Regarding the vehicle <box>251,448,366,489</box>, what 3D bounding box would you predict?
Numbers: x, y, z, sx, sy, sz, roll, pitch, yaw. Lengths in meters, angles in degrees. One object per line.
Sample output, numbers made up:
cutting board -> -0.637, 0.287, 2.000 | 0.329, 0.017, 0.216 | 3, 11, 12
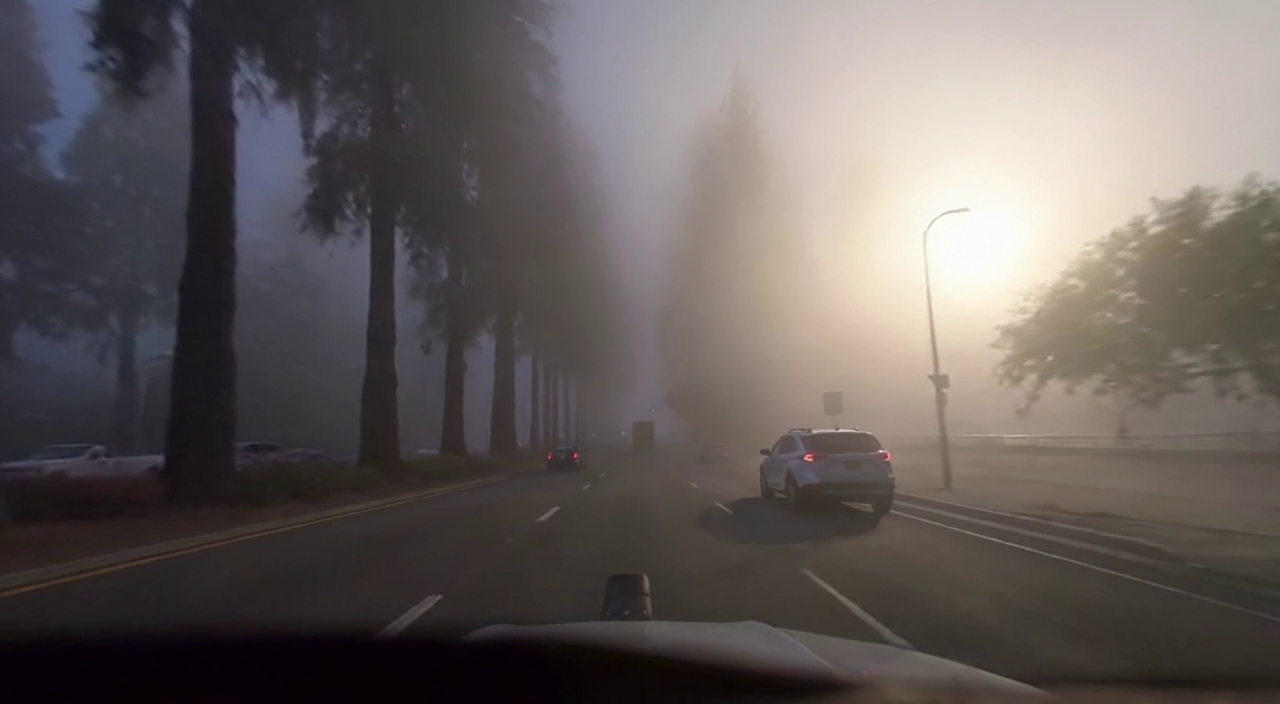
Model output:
vehicle -> -13.755, 4.818, 26.567 | 2.142, 1.528, 4.804 | 0, -9, 2

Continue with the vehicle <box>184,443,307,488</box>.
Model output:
vehicle -> -17.174, 4.945, 27.806 | 1.965, 1.780, 5.122 | 0, -9, 2

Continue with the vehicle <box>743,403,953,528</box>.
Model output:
vehicle -> 3.841, 2.272, 13.208 | 2.381, 2.008, 5.971 | 0, -9, 0

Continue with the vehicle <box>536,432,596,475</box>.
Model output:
vehicle -> -3.515, 4.984, 31.058 | 2.255, 1.940, 4.822 | 0, -8, 1

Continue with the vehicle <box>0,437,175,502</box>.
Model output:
vehicle -> -20.939, 4.334, 23.803 | 2.353, 2.119, 5.625 | 0, -9, 1

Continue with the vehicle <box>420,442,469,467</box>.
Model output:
vehicle -> -13.587, 7.131, 44.040 | 2.181, 1.604, 3.944 | 0, -9, 0

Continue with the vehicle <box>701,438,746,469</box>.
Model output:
vehicle -> 4.951, 6.077, 37.894 | 2.280, 1.757, 4.572 | -1, -9, 3
